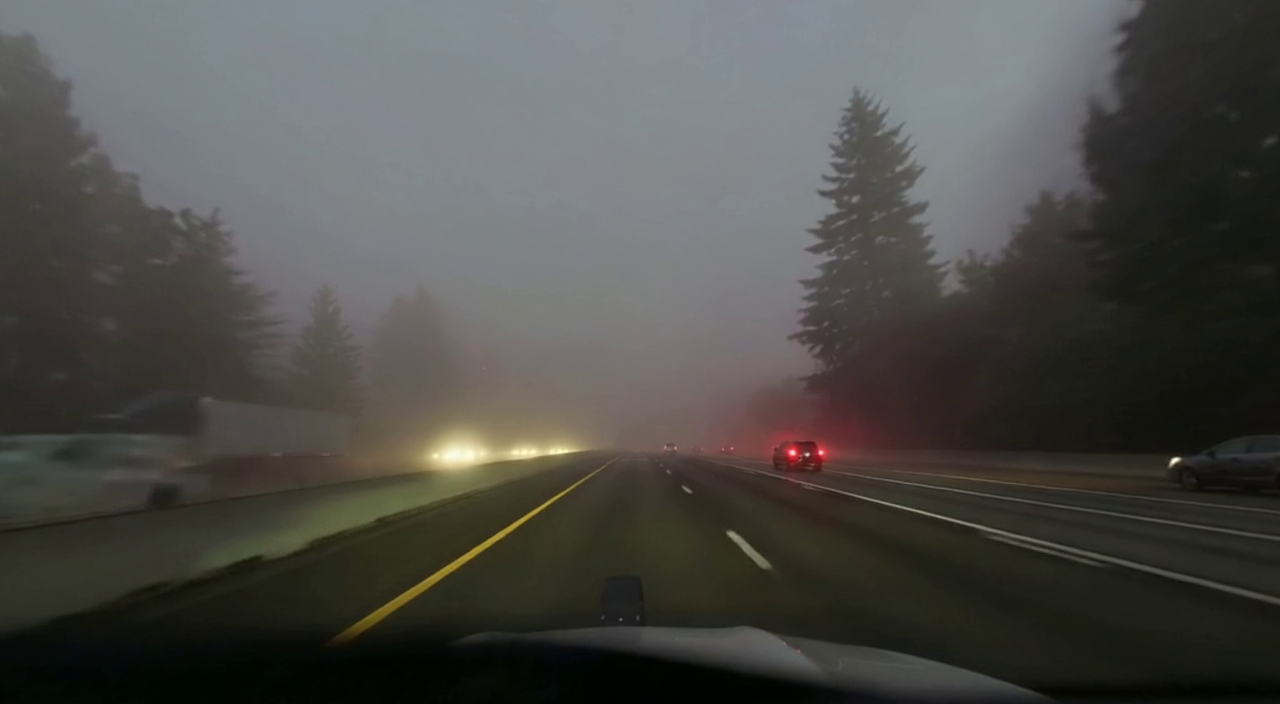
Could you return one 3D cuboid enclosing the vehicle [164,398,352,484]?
[{"bbox_3d":[-21.455,5.279,37.191,2.889,4.092,13.333,0,-8,-1],"label":"vehicle"}]

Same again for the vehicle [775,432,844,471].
[{"bbox_3d":[8.630,5.104,32.574,2.098,1.820,4.505,0,-8,-2],"label":"vehicle"}]

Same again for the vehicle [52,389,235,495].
[{"bbox_3d":[-21.187,3.917,27.517,3.071,4.073,5.744,0,-8,-1],"label":"vehicle"}]

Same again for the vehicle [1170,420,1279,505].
[{"bbox_3d":[14.033,2.310,13.246,1.957,1.709,4.387,0,-8,-1],"label":"vehicle"}]
